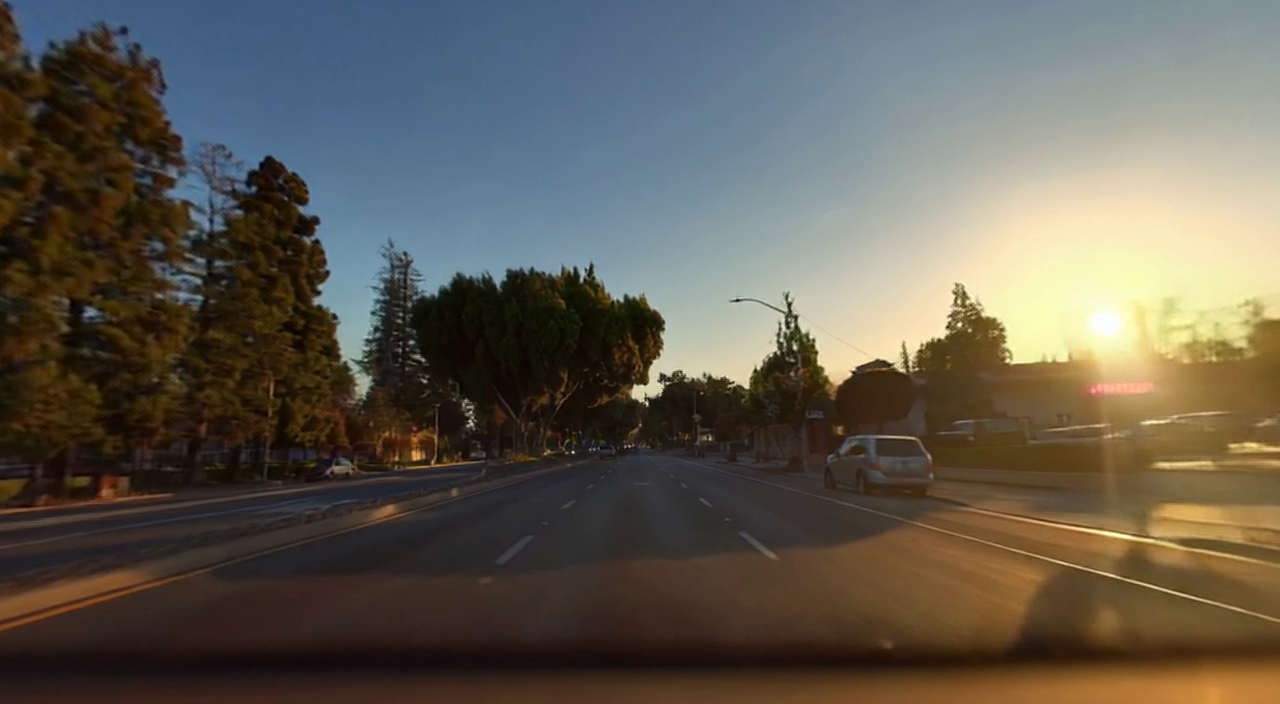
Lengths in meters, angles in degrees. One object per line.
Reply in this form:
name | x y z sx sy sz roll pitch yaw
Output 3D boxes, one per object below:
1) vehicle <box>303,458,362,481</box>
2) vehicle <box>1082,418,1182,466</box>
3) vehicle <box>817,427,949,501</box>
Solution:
vehicle | -22.285 8.523 46.088 1.164 1.469 6.173 0 -9 0
vehicle | 14.352 2.629 18.387 3.386 1.301 0.852 5 -10 -28
vehicle | 6.971 3.260 18.788 1.954 1.907 4.736 0 -9 -1
